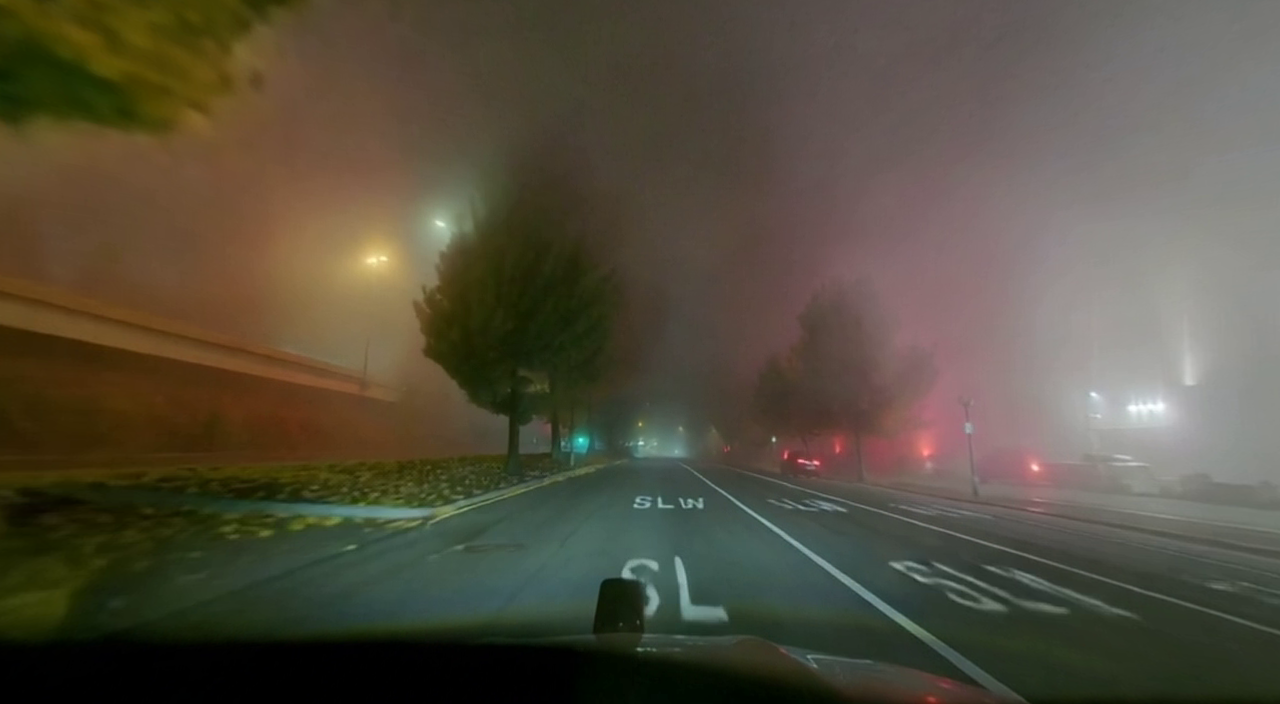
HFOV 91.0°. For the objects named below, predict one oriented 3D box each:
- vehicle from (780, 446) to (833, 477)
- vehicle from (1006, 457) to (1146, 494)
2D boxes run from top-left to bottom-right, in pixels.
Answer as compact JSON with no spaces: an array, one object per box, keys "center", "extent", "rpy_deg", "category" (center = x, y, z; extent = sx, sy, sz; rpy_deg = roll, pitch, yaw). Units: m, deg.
[{"center":[10.854,7.147,41.320],"extent":[2.187,1.871,4.576],"rpy_deg":[0,-8,0],"category":"vehicle"},{"center":[19.881,5.632,28.924],"extent":[4.635,1.552,2.334],"rpy_deg":[0,-9,2],"category":"vehicle"}]
